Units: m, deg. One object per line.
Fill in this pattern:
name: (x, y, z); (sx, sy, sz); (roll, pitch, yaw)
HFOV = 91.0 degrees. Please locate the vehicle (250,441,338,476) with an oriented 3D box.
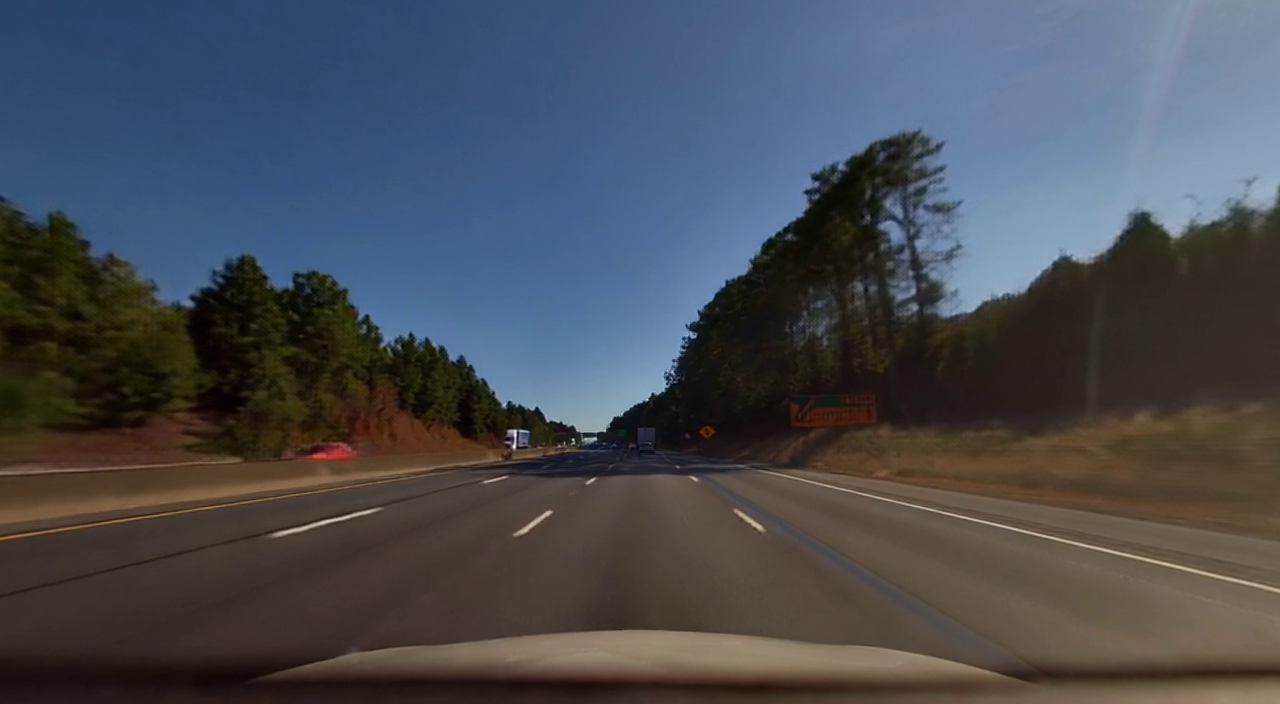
vehicle: (-18.093, 5.559, 33.178); (1.933, 1.671, 4.623); (0, -8, 1)
